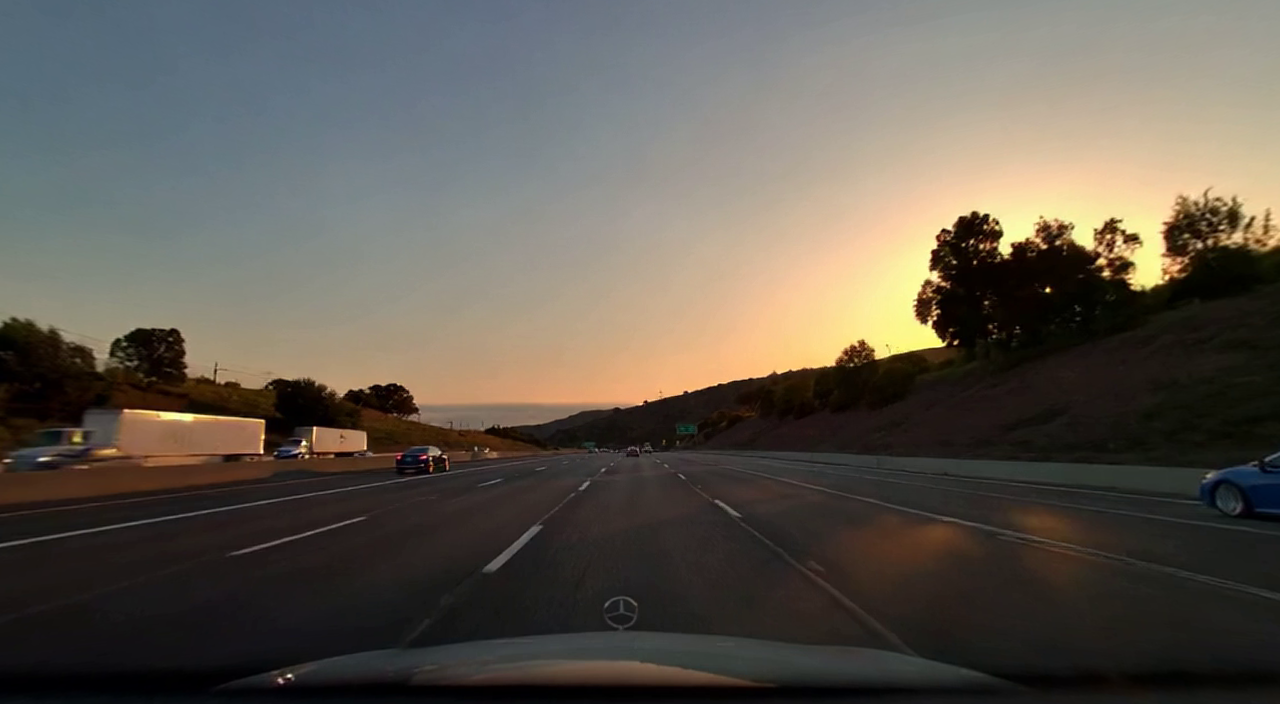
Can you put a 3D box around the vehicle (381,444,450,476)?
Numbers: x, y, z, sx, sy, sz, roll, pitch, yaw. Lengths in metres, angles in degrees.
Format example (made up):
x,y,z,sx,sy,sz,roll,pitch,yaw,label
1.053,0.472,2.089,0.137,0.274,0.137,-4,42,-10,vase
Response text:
x,y,z,sx,sy,sz,roll,pitch,yaw,label
-11.243,5.425,31.983,1.921,1.452,4.429,0,-9,0,vehicle

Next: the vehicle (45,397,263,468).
x,y,z,sx,sy,sz,roll,pitch,yaw,label
-34.412,6.379,46.665,2.899,4.057,16.924,-1,-11,-1,vehicle

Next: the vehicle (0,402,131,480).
x,y,z,sx,sy,sz,roll,pitch,yaw,label
-34.248,5.128,36.255,3.017,3.954,8.238,0,-9,0,vehicle
